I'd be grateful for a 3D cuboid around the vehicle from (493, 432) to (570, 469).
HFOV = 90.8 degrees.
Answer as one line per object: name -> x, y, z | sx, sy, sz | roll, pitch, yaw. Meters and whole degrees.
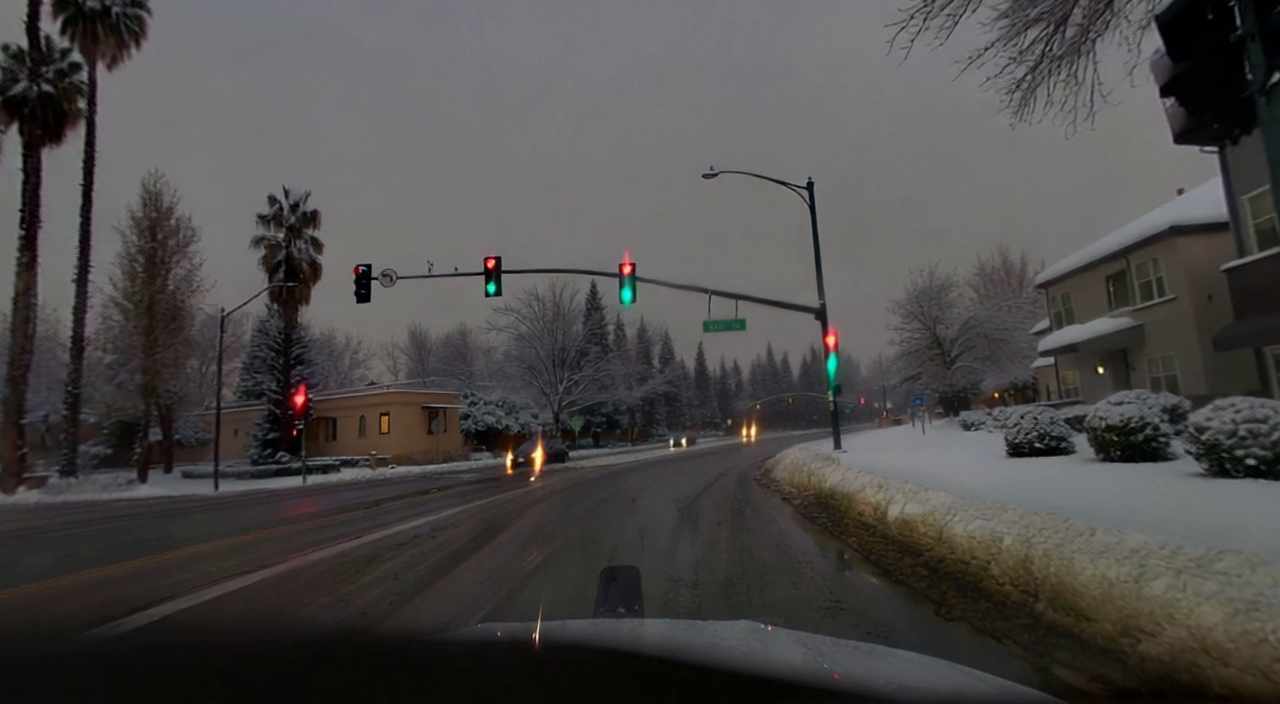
vehicle -> -5.666, 5.239, 33.634 | 2.181, 1.792, 4.648 | -3, -9, 16
